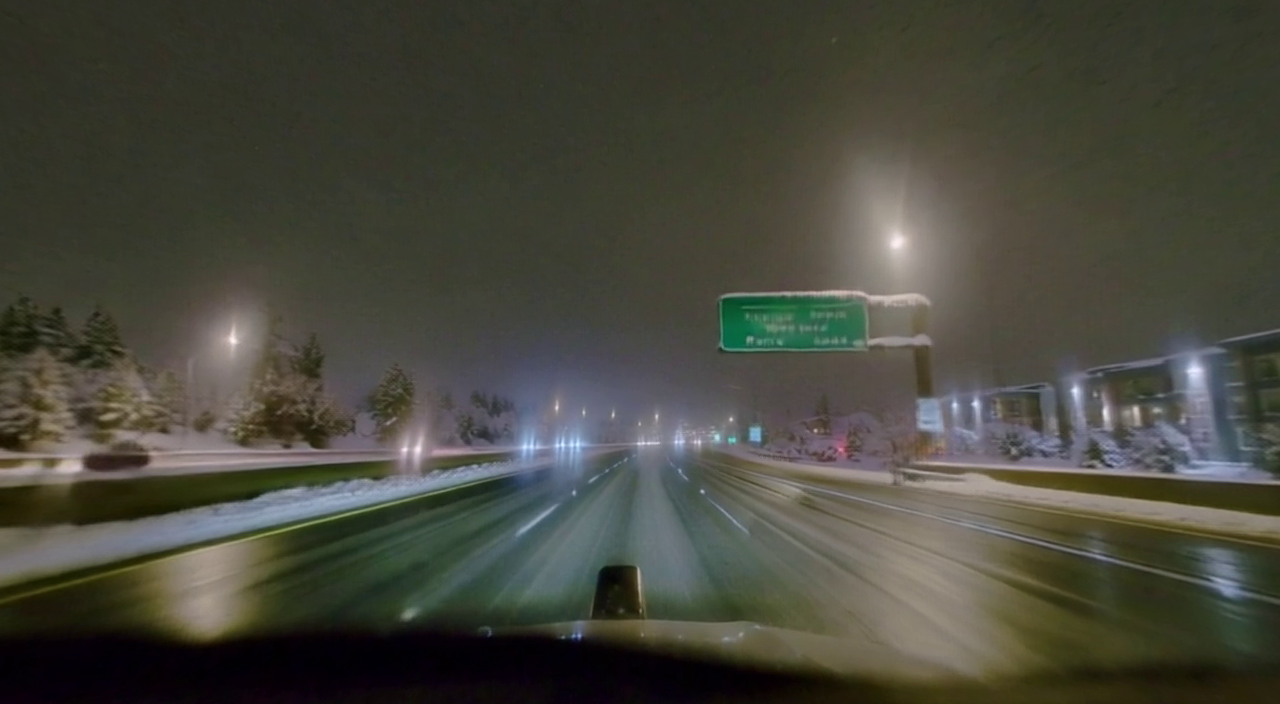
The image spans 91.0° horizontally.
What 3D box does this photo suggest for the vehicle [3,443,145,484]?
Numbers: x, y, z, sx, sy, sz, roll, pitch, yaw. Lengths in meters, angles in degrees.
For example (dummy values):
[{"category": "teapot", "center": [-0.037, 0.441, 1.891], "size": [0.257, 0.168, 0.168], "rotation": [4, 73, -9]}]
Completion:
[{"category": "vehicle", "center": [-23.900, 4.692, 26.841], "size": [1.875, 1.547, 4.382], "rotation": [0, -9, 1]}]
